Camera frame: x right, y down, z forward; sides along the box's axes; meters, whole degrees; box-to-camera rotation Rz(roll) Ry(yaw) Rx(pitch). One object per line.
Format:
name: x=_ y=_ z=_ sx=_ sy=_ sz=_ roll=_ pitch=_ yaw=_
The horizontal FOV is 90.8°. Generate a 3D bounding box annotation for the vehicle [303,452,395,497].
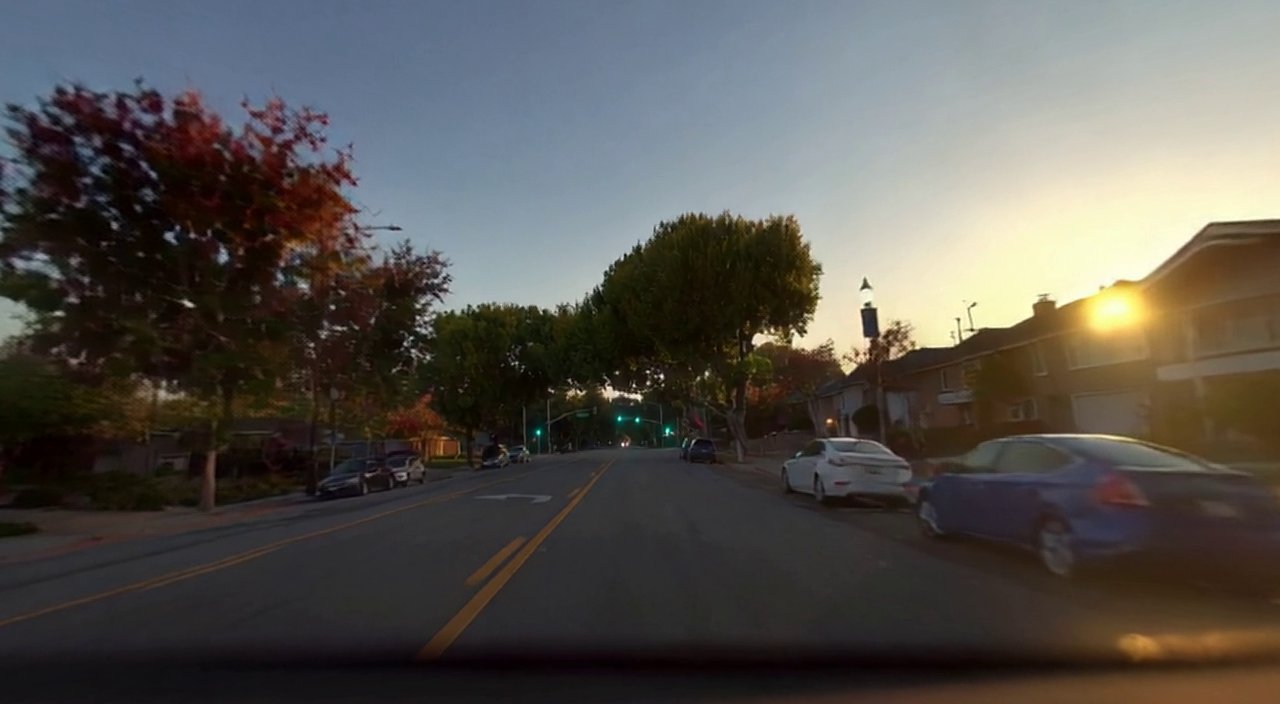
vehicle: x=-11.665 y=4.891 z=25.643 sx=1.845 sy=1.626 sz=4.105 roll=0 pitch=-8 yaw=-2

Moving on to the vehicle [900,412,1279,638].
vehicle: x=4.547 y=1.478 z=6.440 sx=1.924 sy=1.516 sz=4.163 roll=0 pitch=-8 yaw=-1

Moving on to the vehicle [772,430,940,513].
vehicle: x=4.464 y=2.537 z=13.964 sx=1.887 sy=1.480 sz=4.731 roll=0 pitch=-8 yaw=-2

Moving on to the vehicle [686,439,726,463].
vehicle: x=4.230 y=6.465 z=41.371 sx=2.010 sy=1.461 sz=4.247 roll=0 pitch=-8 yaw=-2
